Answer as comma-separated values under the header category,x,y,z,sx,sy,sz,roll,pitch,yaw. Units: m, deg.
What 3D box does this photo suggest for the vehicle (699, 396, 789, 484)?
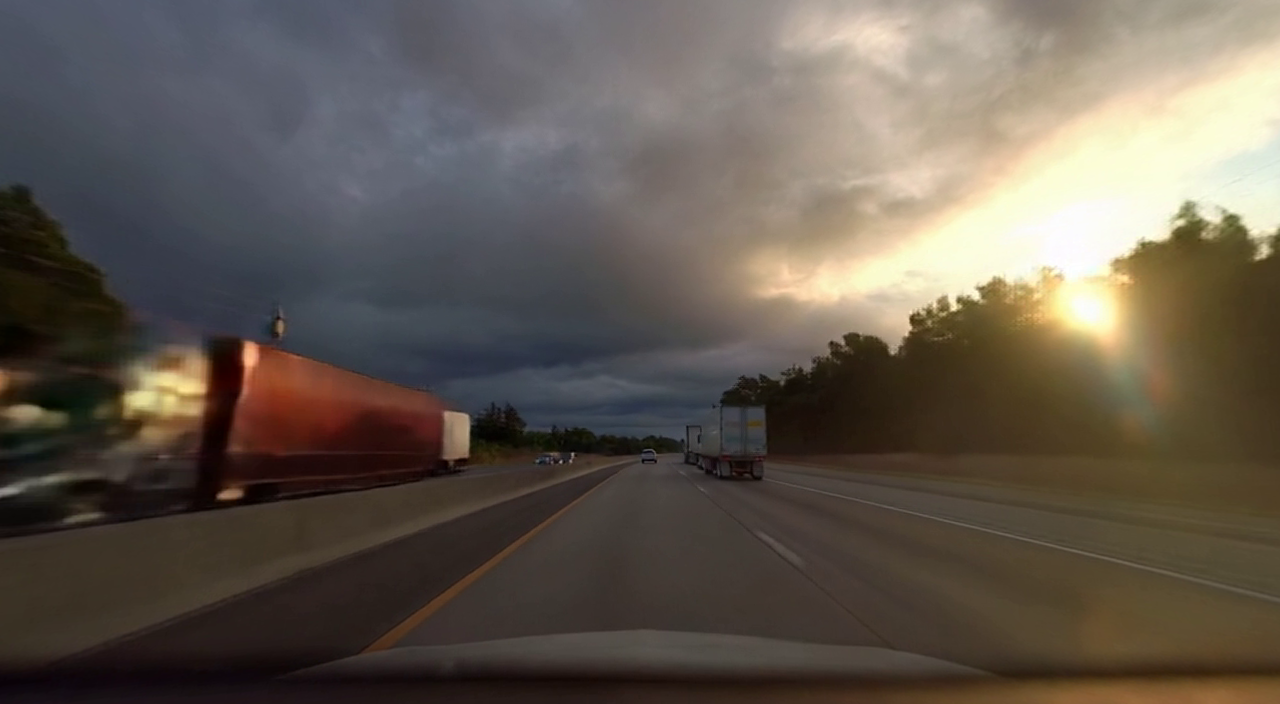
category,x,y,z,sx,sy,sz,roll,pitch,yaw
vehicle,4.764,4.496,31.541,2.866,3.558,11.674,0,-9,2

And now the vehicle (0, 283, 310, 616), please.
category,x,y,z,sx,sy,sz,roll,pitch,yaw
vehicle,-8.653,1.541,10.418,3.016,3.937,5.836,0,-9,0
